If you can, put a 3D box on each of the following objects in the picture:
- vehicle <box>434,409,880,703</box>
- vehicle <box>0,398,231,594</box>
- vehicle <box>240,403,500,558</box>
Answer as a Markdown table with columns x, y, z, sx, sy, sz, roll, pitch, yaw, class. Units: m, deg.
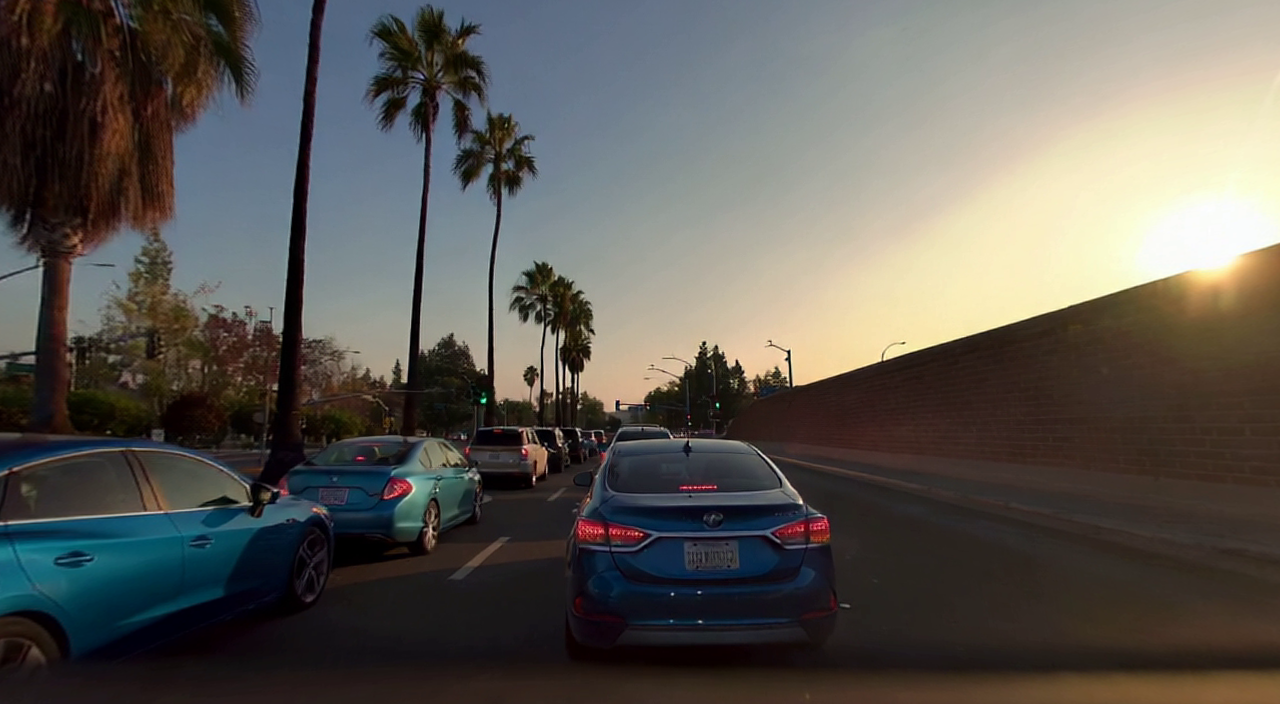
| x | y | z | sx | sy | sz | roll | pitch | yaw | class |
| --- | --- | --- | --- | --- | --- | --- | --- | --- | --- |
| 0.039 | 1.333 | 5.202 | 2.128 | 1.473 | 4.272 | 0 | -8 | -1 | vehicle |
| -6.669 | 1.401 | 6.393 | 1.963 | 1.721 | 4.662 | 0 | -8 | -2 | vehicle |
| -3.538 | 1.774 | 9.283 | 2.055 | 1.746 | 4.136 | 0 | -8 | -1 | vehicle |
